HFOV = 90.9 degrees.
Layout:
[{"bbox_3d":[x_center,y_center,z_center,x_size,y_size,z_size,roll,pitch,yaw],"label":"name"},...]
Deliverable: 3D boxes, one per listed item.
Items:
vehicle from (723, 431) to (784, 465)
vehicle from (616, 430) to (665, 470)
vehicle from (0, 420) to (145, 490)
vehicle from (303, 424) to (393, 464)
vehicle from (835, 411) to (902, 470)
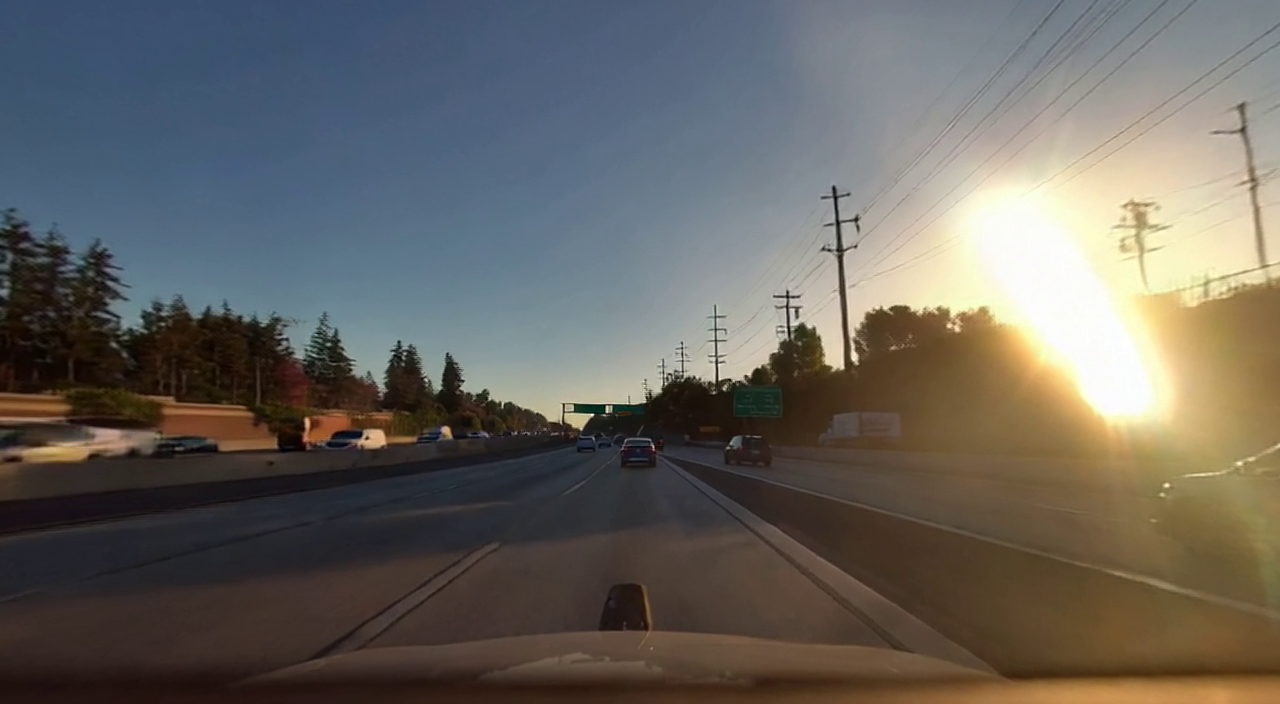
[{"bbox_3d":[6.056,5.208,34.336,2.099,1.720,4.829,1,-9,-4],"label":"vehicle"},{"bbox_3d":[-0.035,4.686,30.324,2.192,1.769,4.287,0,-8,-2],"label":"vehicle"},{"bbox_3d":[-16.022,2.685,16.559,2.055,1.611,4.851,0,-8,0],"label":"vehicle"},{"bbox_3d":[-16.344,5.231,35.736,2.339,2.062,5.804,0,-8,0],"label":"vehicle"},{"bbox_3d":[11.523,4.490,31.994,2.162,2.775,2.707,0,-8,-3],"label":"vehicle"}]
